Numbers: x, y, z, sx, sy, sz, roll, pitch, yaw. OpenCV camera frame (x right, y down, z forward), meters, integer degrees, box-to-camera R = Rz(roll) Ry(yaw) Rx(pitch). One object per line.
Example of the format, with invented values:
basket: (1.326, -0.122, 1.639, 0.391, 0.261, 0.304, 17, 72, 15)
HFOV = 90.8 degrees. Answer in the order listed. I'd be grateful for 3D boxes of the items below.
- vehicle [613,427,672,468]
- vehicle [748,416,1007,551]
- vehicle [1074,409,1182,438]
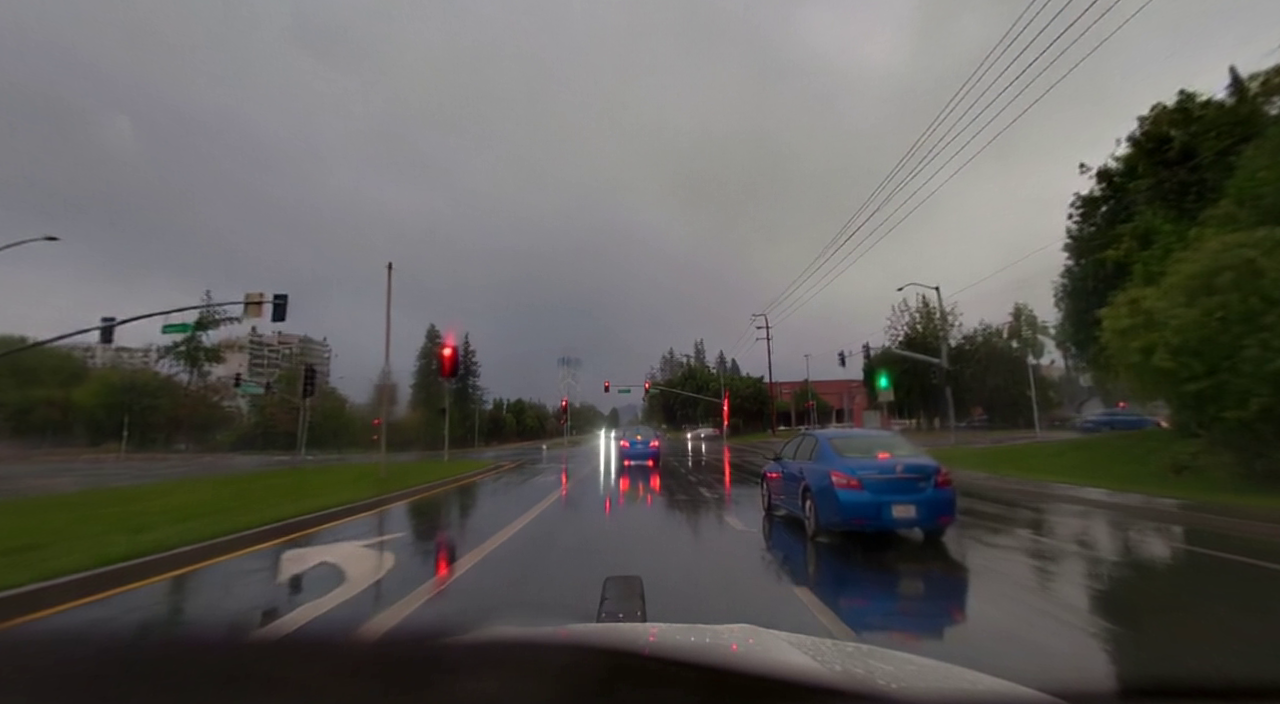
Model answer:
vehicle: (0.105, 3.729, 24.635, 2.110, 1.466, 3.860, 0, -8, 0)
vehicle: (2.954, 1.749, 9.048, 2.004, 1.448, 4.263, 0, -8, -1)
vehicle: (33.461, 4.958, 43.417, 5.668, 1.925, 2.384, 1, -8, -6)
